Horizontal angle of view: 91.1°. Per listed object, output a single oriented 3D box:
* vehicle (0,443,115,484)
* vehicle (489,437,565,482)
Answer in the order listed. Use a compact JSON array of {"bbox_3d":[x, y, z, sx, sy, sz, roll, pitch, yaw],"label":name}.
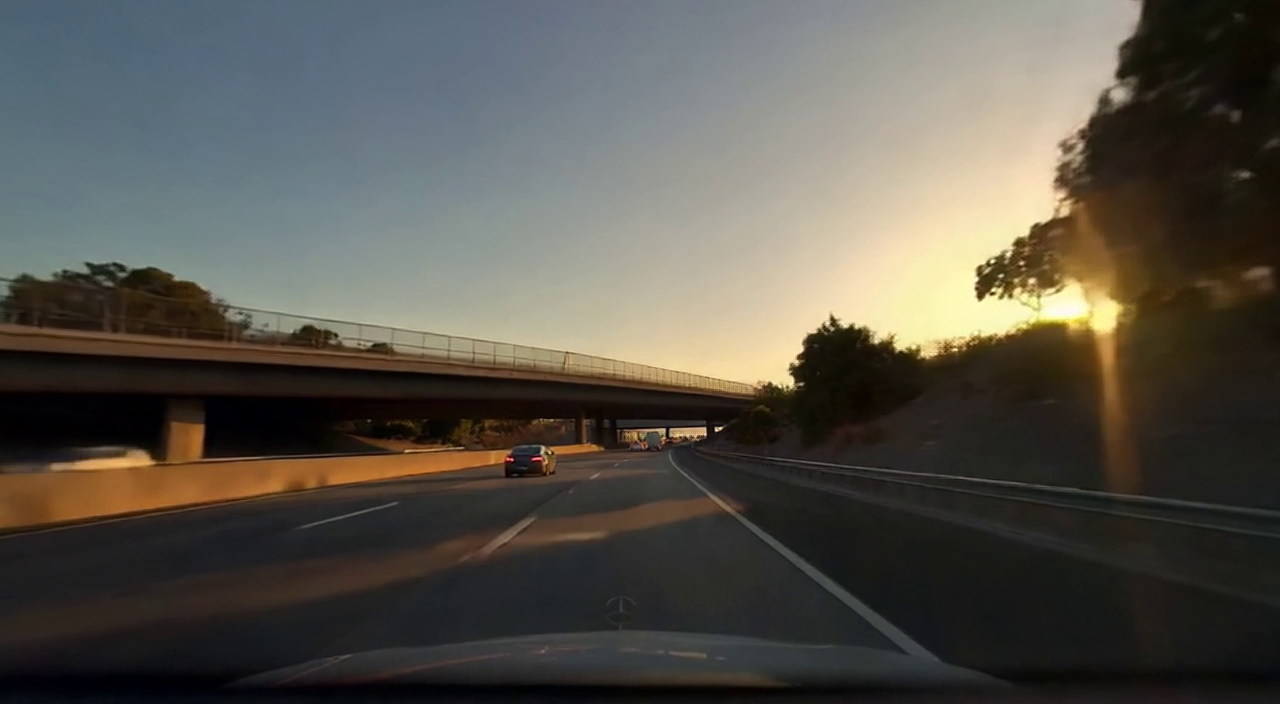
[{"bbox_3d":[-23.509,4.411,25.177,1.844,1.496,3.571,0,-9,0],"label":"vehicle"},{"bbox_3d":[-4.173,4.081,24.022,1.961,1.540,4.487,0,-9,1],"label":"vehicle"}]
